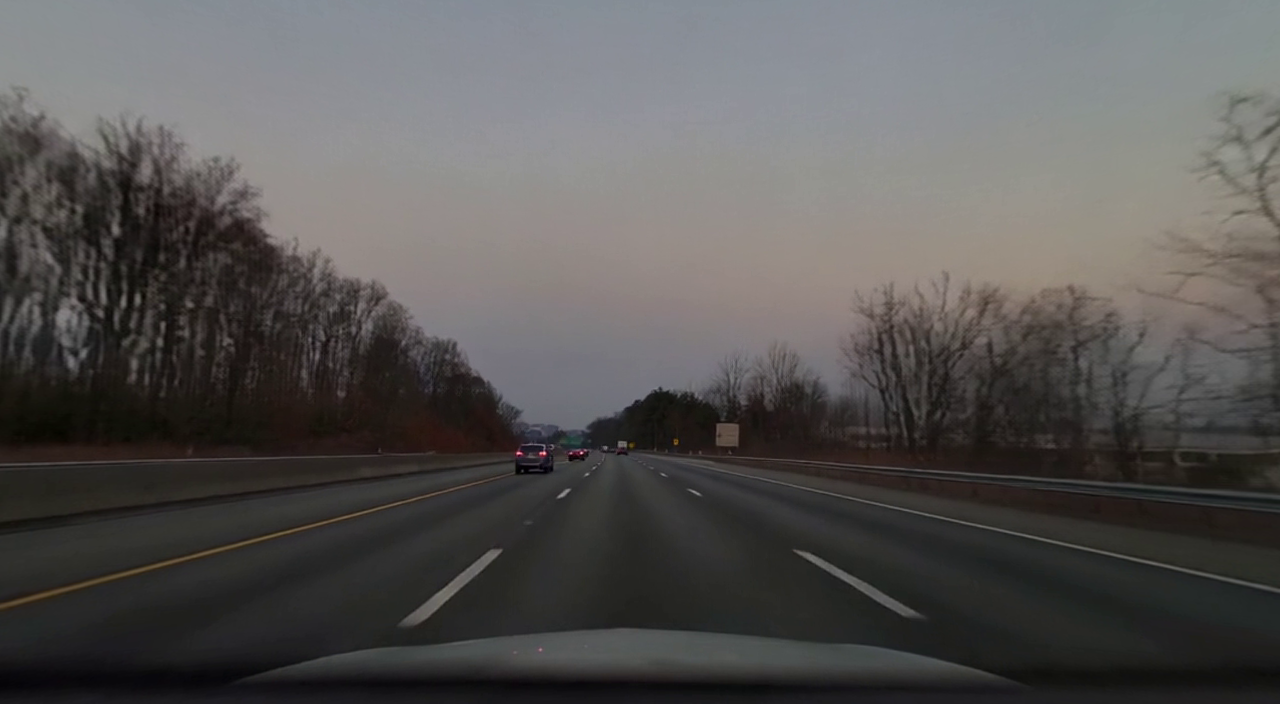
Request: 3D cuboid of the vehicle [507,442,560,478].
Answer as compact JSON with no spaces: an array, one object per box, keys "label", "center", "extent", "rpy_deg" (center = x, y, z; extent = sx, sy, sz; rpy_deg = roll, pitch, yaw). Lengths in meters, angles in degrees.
[{"label":"vehicle","center":[-5.433,5.535,32.474],"extent":[2.151,1.693,4.201],"rpy_deg":[0,-9,-2]}]
